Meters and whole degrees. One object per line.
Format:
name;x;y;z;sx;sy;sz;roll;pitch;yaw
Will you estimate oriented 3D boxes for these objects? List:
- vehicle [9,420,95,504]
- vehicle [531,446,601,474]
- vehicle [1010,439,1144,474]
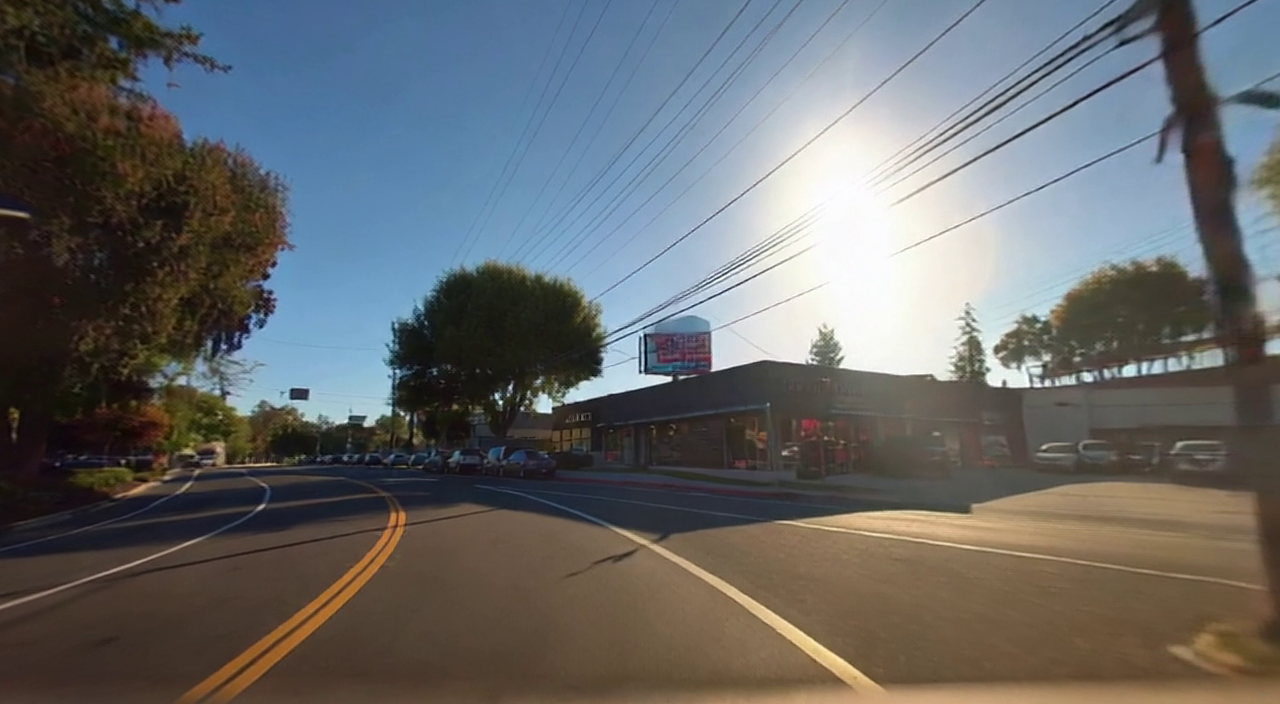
vehicle;-21.285;3.933;22.906;1.716;2.808;3.001;6;-10;-36
vehicle;-4.289;6.394;37.428;2.074;1.526;4.853;-4;-9;21
vehicle;19.463;4.668;28.211;4.454;1.504;1.970;-1;-9;1
